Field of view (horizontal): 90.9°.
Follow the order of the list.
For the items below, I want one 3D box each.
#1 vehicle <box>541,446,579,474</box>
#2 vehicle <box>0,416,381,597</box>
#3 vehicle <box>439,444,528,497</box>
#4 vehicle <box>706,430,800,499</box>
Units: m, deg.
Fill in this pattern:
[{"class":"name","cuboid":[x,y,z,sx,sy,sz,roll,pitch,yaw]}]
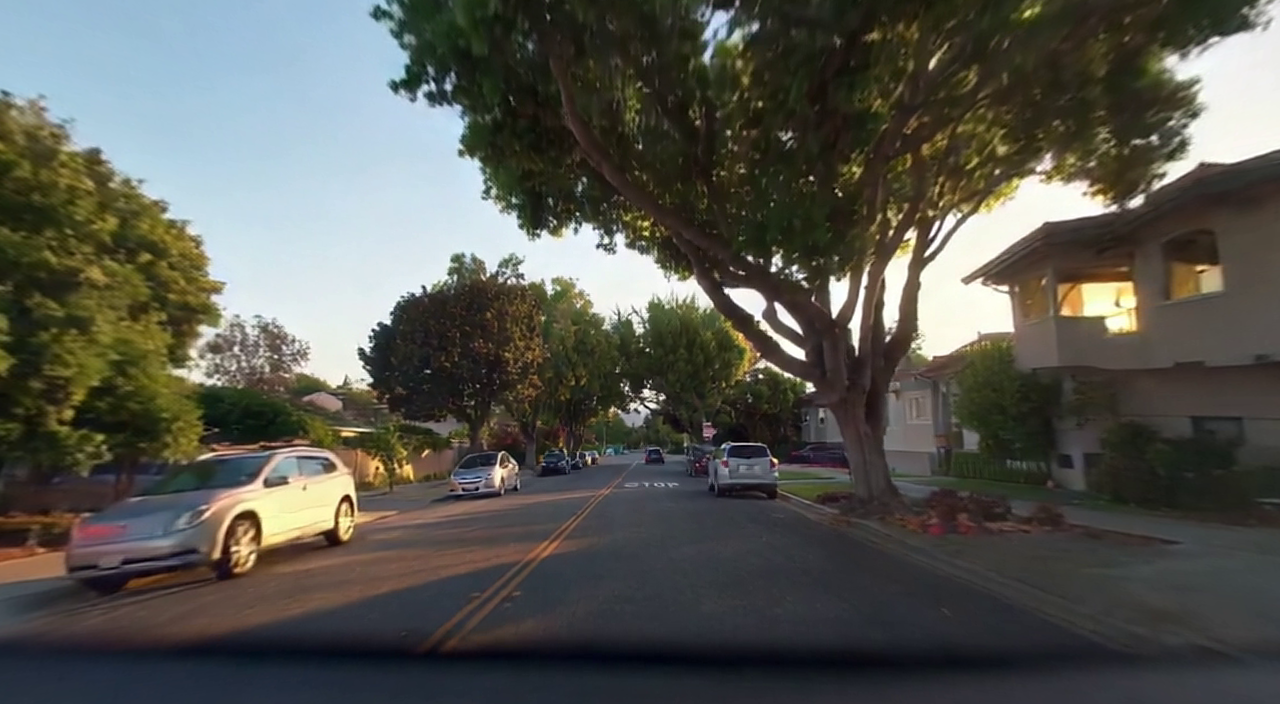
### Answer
[{"class":"vehicle","cuboid":[-4.934,6.713,39.514,1.955,1.659,4.324,0,-8,-2]},{"class":"vehicle","cuboid":[-5.762,1.965,8.947,2.165,1.758,4.701,-3,-9,1]},{"class":"vehicle","cuboid":[-5.469,4.173,22.739,2.007,1.709,4.502,0,-8,1]},{"class":"vehicle","cuboid":[3.280,3.381,19.394,2.117,1.807,4.964,0,-8,2]}]
